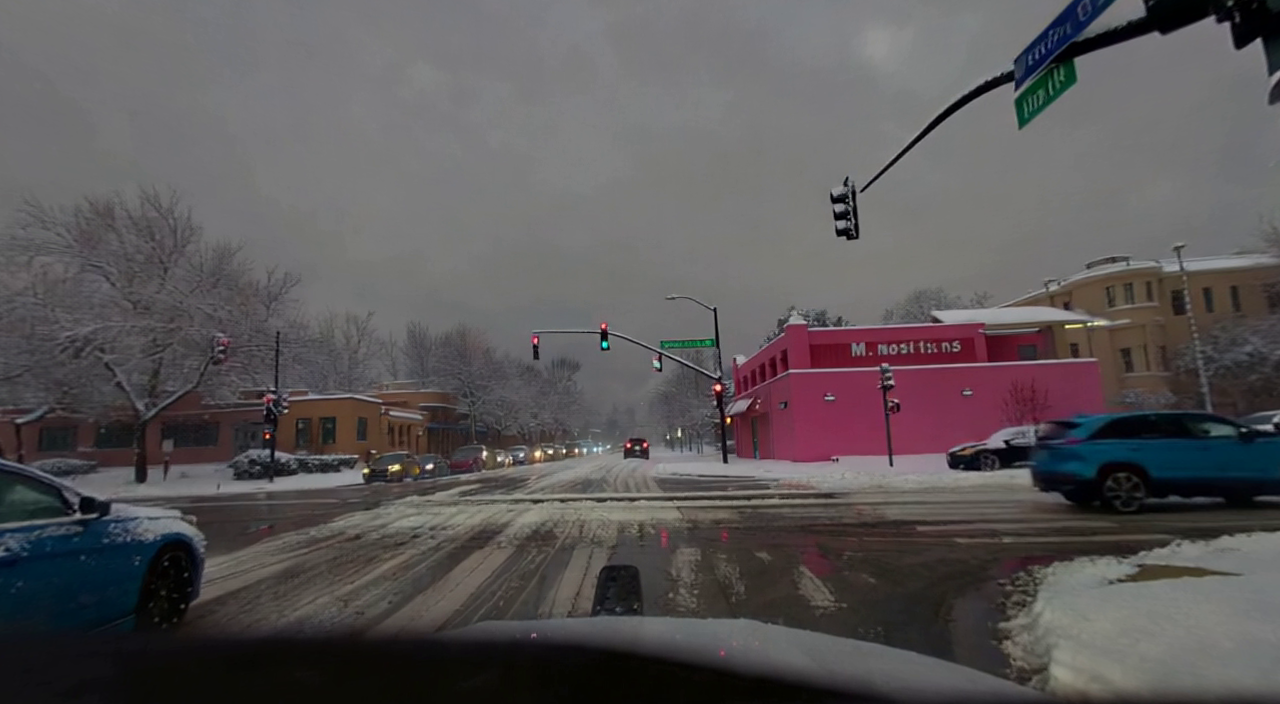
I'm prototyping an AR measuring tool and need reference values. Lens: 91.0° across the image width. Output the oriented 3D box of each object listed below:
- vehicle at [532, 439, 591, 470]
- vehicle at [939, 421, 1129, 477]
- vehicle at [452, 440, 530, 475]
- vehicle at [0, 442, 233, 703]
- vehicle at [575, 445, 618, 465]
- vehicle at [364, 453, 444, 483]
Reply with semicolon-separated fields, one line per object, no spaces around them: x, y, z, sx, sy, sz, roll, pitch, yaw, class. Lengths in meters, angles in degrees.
-4.483;5.979;36.859;1.928;1.647;4.575;-2;-9;13;vehicle
11.583;2.888;18.793;4.355;1.546;1.820;-1;-9;6;vehicle
-8.377;5.978;36.046;2.152;1.825;5.406;-2;-9;12;vehicle
-3.705;0.973;2.158;1.759;1.325;4.295;0;-9;0;vehicle
-2.992;7.188;44.137;1.743;1.362;4.350;-2;-9;14;vehicle
-12.567;6.172;33.866;1.976;1.425;4.567;-1;-9;9;vehicle
